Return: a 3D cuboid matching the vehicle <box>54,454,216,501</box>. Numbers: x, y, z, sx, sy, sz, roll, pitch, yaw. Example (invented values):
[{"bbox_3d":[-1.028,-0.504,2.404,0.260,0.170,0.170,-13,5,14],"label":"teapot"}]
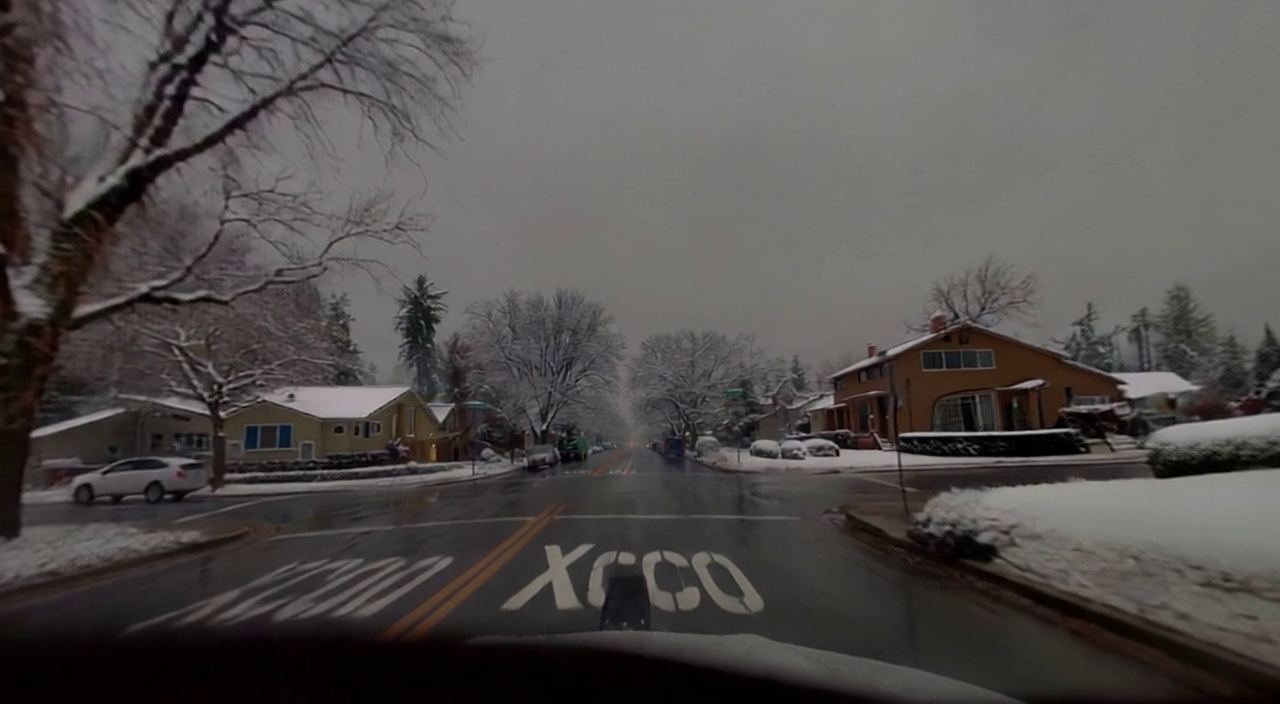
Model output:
[{"bbox_3d":[-18.966,4.699,23.864,4.334,1.632,1.996,0,-8,-1],"label":"vehicle"}]
